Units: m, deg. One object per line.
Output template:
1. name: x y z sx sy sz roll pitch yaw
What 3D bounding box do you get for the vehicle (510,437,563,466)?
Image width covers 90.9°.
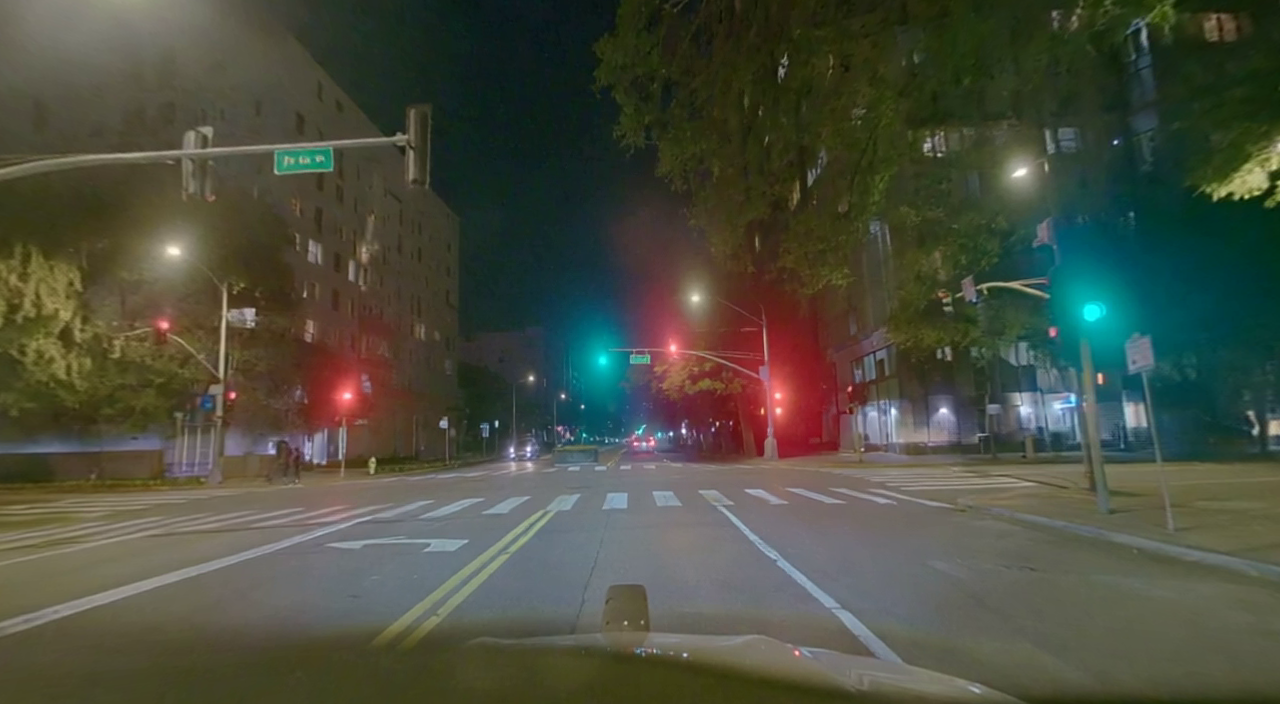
1. vehicle: -5.778 5.622 35.749 2.127 1.473 4.428 0 -8 1
